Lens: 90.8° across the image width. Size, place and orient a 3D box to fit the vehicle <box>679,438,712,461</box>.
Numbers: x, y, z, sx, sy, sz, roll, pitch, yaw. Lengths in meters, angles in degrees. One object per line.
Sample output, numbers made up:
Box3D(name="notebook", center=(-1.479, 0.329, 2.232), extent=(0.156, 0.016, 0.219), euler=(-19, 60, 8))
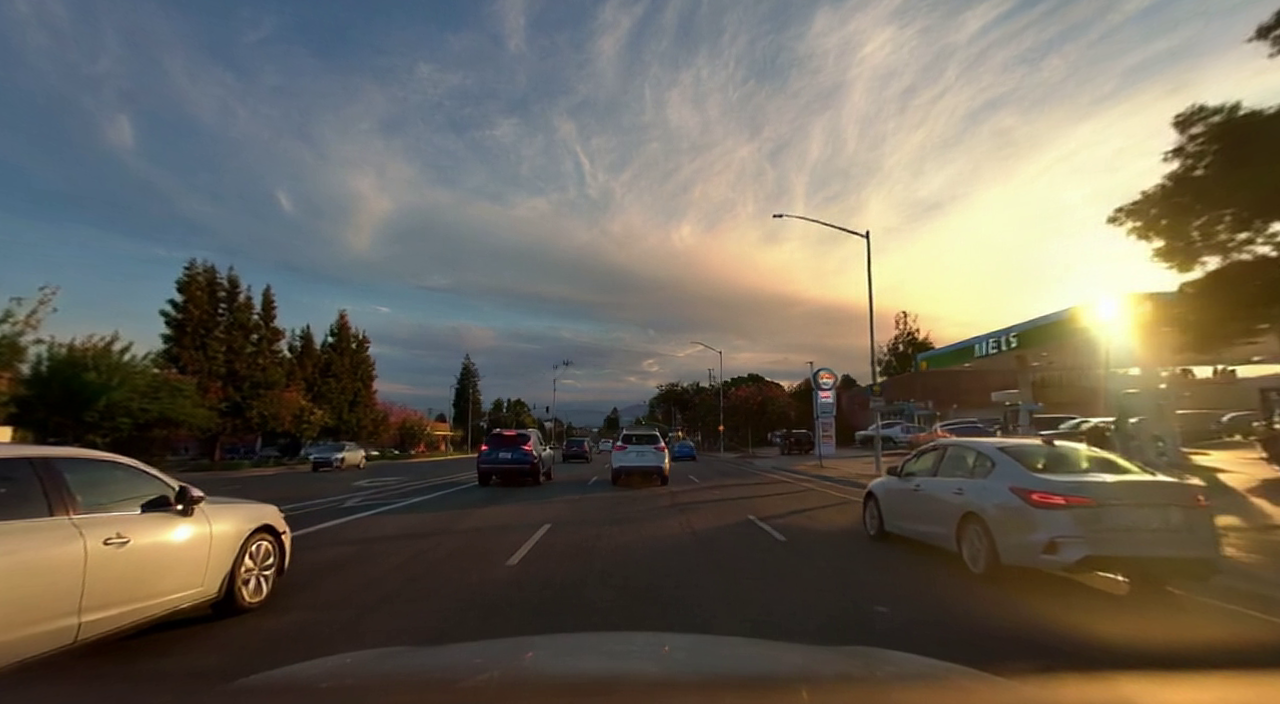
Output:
Box3D(name="vehicle", center=(3.911, 6.977, 45.324), extent=(1.926, 1.522, 3.852), euler=(0, -8, -2))

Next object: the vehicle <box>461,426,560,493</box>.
Box3D(name="vehicle", center=(-3.549, 3.039, 18.157), extent=(1.932, 1.695, 4.150), euler=(0, -8, 1))

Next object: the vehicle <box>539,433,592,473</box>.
Box3D(name="vehicle", center=(-3.301, 4.534, 28.605), extent=(1.871, 1.673, 3.920), euler=(0, -8, 1))

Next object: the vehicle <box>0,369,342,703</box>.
Box3D(name="vehicle", center=(-3.518, 0.992, 3.400), extent=(1.864, 1.574, 4.031), euler=(0, -8, 0))

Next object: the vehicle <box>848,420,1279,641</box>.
Box3D(name="vehicle", center=(3.926, 1.530, 6.581), extent=(1.888, 1.456, 4.589), euler=(0, -8, -1))

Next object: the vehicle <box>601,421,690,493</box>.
Box3D(name="vehicle", center=(0.123, 2.989, 18.257), extent=(2.279, 1.803, 4.254), euler=(0, -8, 0))

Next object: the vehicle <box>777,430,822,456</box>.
Box3D(name="vehicle", center=(12.013, 6.894, 47.903), extent=(2.102, 1.887, 4.673), euler=(0, -8, -1))
